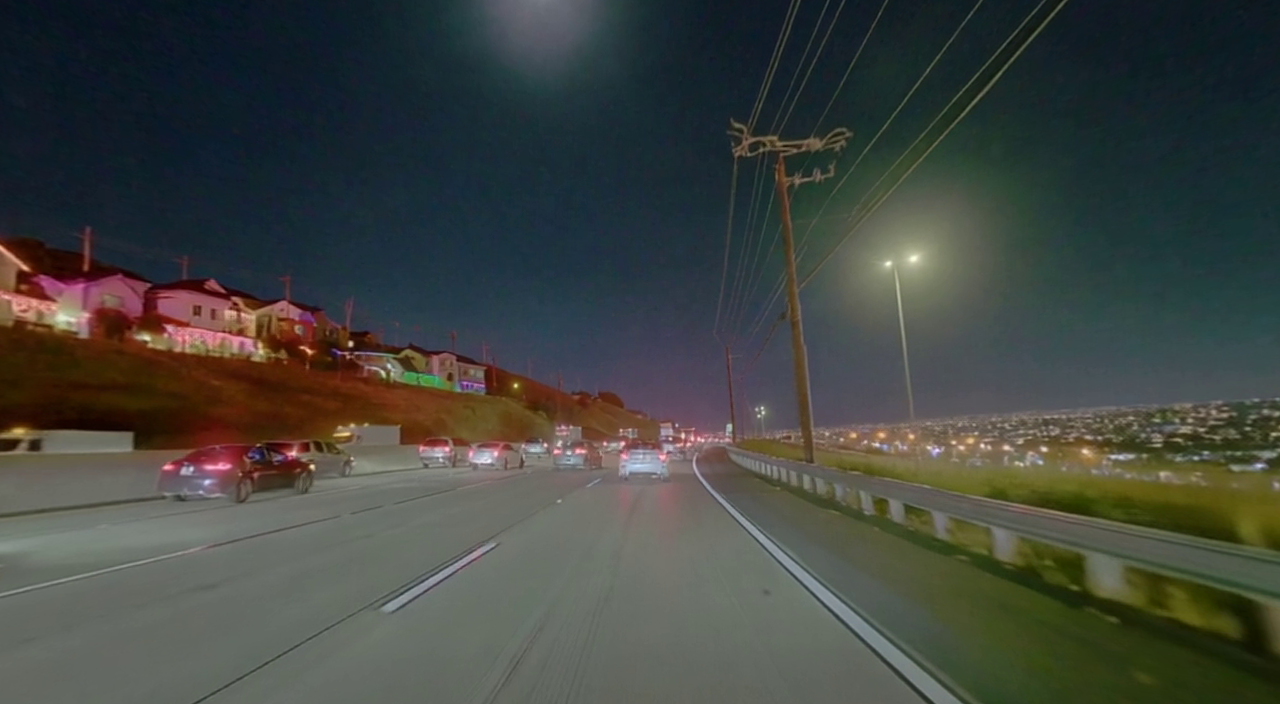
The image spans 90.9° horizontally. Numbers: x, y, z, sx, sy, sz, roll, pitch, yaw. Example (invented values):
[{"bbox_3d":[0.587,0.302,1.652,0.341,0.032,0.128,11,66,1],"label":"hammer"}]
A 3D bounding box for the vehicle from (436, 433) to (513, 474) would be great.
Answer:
[{"bbox_3d":[-8.008,4.949,30.955,2.080,1.833,4.461,-1,-9,7],"label":"vehicle"}]

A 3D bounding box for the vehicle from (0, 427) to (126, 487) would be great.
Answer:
[{"bbox_3d":[-22.236,3.745,22.683,2.230,1.990,5.675,-1,-9,8],"label":"vehicle"}]

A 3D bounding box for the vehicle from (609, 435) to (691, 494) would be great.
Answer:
[{"bbox_3d":[0.364,3.181,18.238,2.109,1.495,3.935,-1,-8,3],"label":"vehicle"}]

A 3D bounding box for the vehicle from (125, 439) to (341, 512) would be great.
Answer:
[{"bbox_3d":[-9.508,2.881,15.304,1.959,1.469,4.450,-1,-8,6],"label":"vehicle"}]

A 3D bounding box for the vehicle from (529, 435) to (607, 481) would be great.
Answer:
[{"bbox_3d":[-2.698,4.124,24.840,2.121,1.639,4.383,-1,-8,6],"label":"vehicle"}]

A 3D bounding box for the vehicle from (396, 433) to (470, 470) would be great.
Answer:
[{"bbox_3d":[-11.658,5.657,35.973,2.105,1.971,4.868,-1,-9,7],"label":"vehicle"}]
